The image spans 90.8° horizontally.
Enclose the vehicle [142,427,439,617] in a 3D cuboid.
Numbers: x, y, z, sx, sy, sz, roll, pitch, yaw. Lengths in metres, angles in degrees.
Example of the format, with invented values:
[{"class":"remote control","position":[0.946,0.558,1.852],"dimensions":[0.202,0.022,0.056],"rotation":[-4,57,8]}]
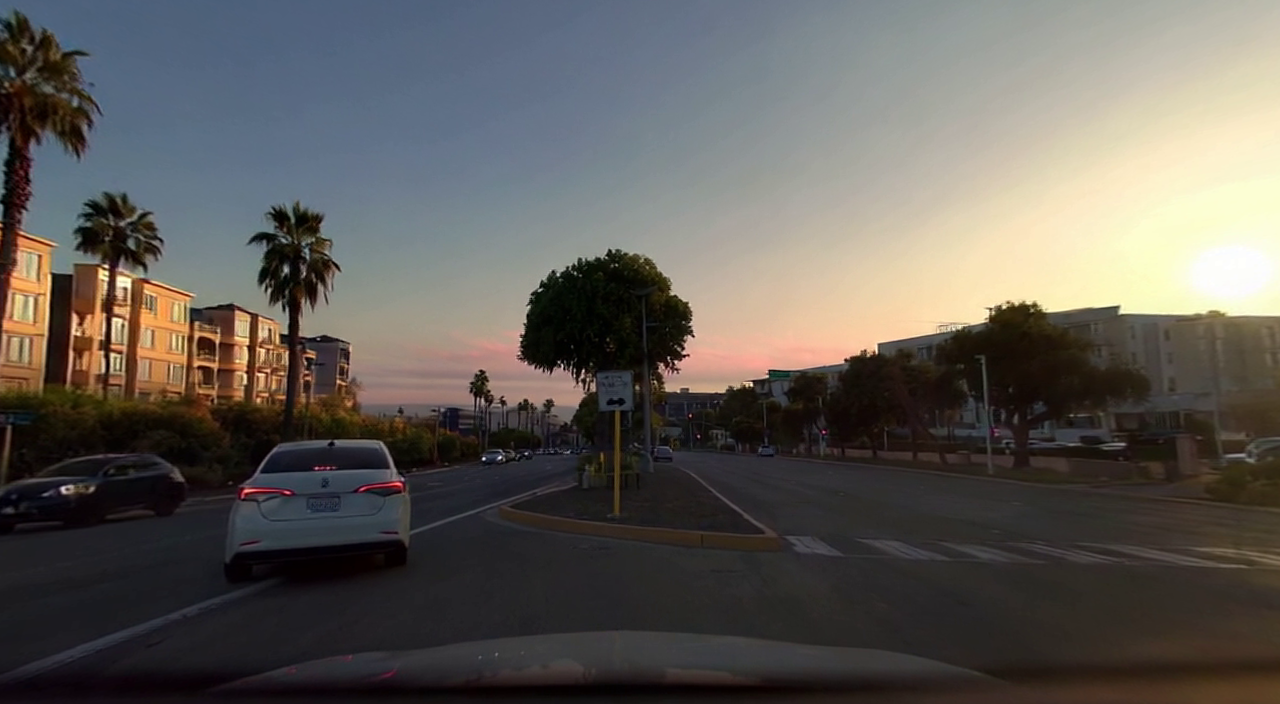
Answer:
[{"class":"vehicle","position":[-4.255,1.683,7.320],"dimensions":[1.986,1.473,4.382],"rotation":[7,-11,-41]}]

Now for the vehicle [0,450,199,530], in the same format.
[{"class":"vehicle","position":[-12.593,2.971,14.233],"dimensions":[2.099,1.464,4.615],"rotation":[0,-9,-2]}]
